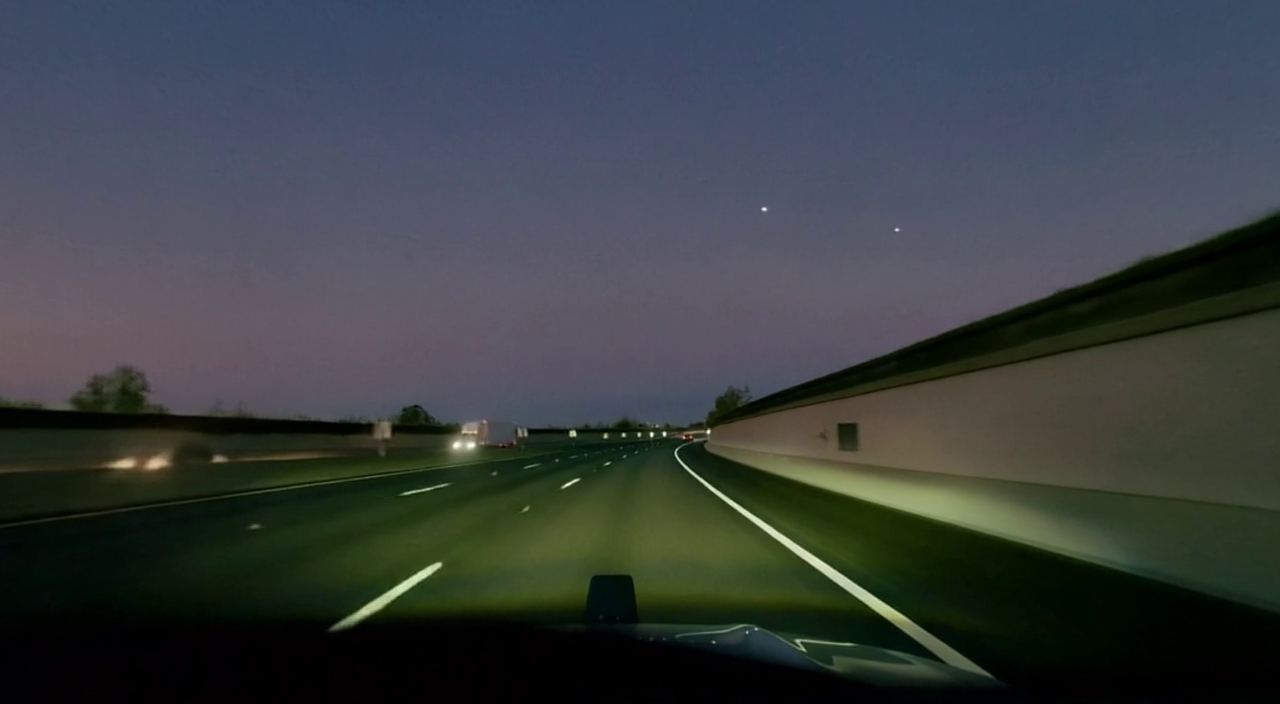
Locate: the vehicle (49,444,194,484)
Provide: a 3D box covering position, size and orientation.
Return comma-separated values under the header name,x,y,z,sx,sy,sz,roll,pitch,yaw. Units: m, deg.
name,x,y,z,sx,sy,sz,roll,pitch,yaw
vehicle,-21.695,4.663,26.682,1.944,1.514,4.841,0,-8,2
